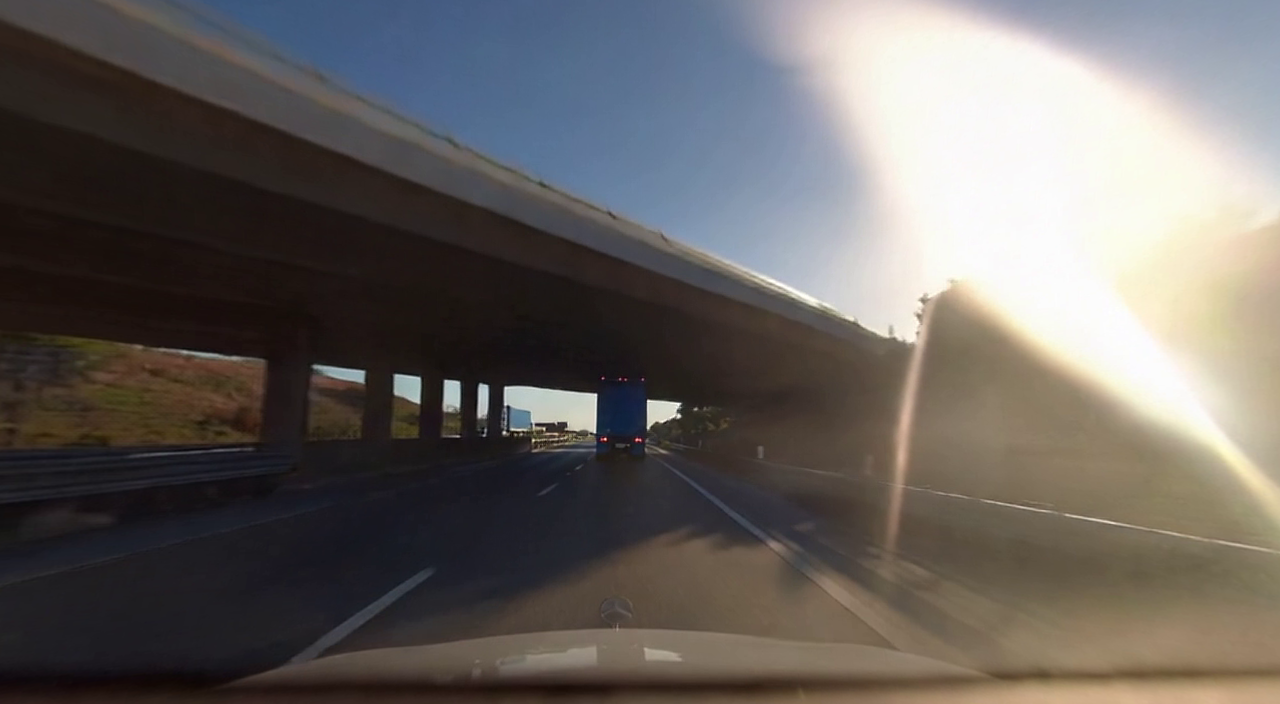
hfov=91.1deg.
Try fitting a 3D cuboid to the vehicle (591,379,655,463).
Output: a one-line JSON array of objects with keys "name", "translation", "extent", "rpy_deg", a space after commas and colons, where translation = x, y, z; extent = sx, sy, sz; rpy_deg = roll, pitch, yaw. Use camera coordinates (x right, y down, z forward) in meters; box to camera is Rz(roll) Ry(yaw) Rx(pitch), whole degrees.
[{"name": "vehicle", "translation": [-0.963, 3.958, 35.203], "extent": [3.023, 3.965, 10.402], "rpy_deg": [1, -8, -2]}]
